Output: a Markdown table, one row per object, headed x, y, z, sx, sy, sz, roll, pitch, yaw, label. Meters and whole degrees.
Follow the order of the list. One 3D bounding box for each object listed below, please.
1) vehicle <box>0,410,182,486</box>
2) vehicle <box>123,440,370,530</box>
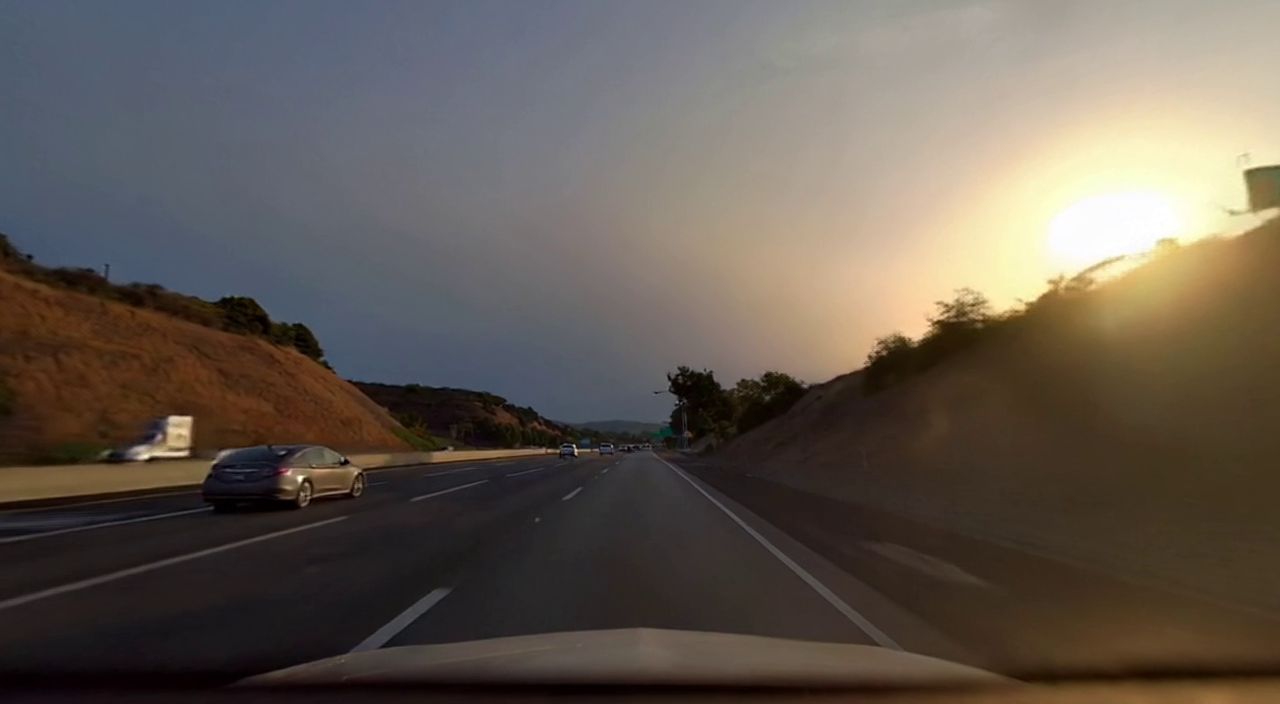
| x | y | z | sx | sy | sz | roll | pitch | yaw | label |
| --- | --- | --- | --- | --- | --- | --- | --- | --- | --- |
| -29.217 | 4.723 | 31.055 | 2.844 | 3.262 | 13.155 | 0 | -8 | 2 | vehicle |
| -7.468 | 2.525 | 12.643 | 1.949 | 1.465 | 4.563 | 0 | -8 | 1 | vehicle |
